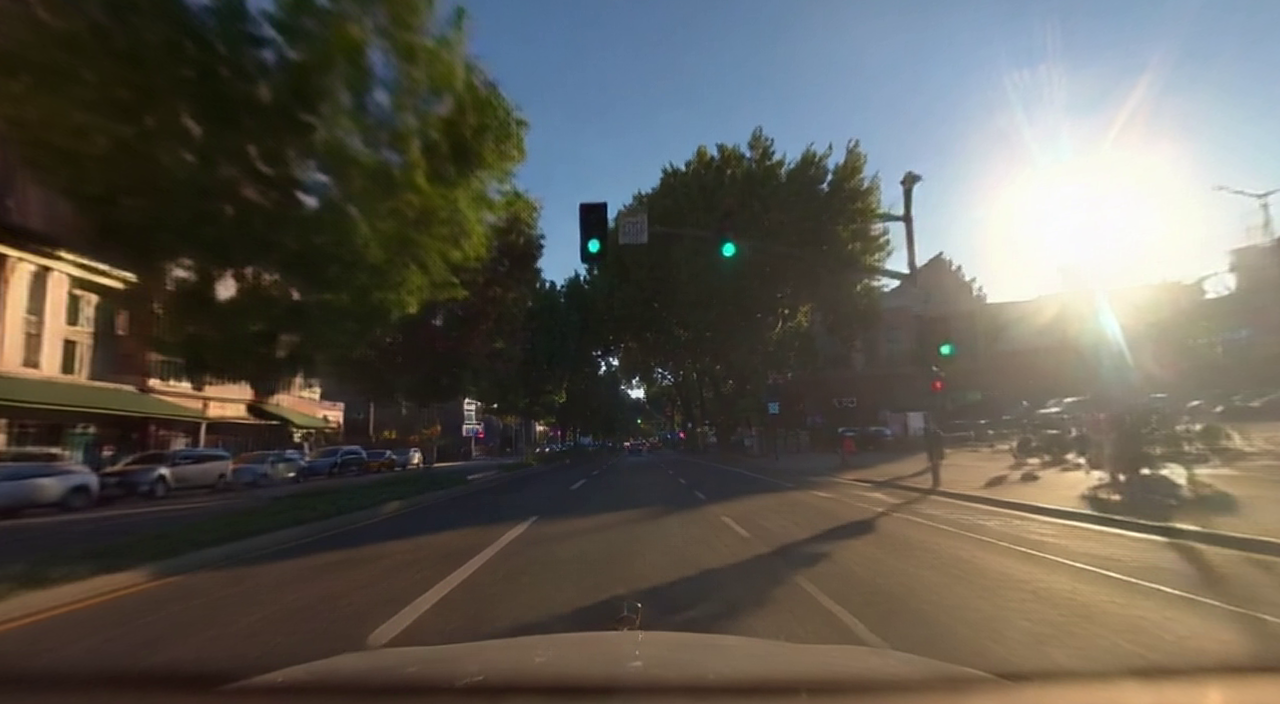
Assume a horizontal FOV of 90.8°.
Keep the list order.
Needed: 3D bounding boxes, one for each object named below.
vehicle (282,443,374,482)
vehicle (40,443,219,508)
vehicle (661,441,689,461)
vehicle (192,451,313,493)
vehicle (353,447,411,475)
[{"bbox_3d":[-15.554,5.511,31.840,1.978,1.760,5.097,0,-8,0],"label":"vehicle"},{"bbox_3d":[-15.818,3.789,20.002,1.880,1.791,4.666,0,-8,-2],"label":"vehicle"},{"bbox_3d":[2.725,7.772,49.664,1.945,1.490,3.817,0,-8,-1],"label":"vehicle"},{"bbox_3d":[-15.385,4.740,25.486,1.776,1.468,5.089,0,-8,-1],"label":"vehicle"},{"bbox_3d":[-15.751,6.615,38.719,1.831,1.599,4.080,0,-8,0],"label":"vehicle"}]
